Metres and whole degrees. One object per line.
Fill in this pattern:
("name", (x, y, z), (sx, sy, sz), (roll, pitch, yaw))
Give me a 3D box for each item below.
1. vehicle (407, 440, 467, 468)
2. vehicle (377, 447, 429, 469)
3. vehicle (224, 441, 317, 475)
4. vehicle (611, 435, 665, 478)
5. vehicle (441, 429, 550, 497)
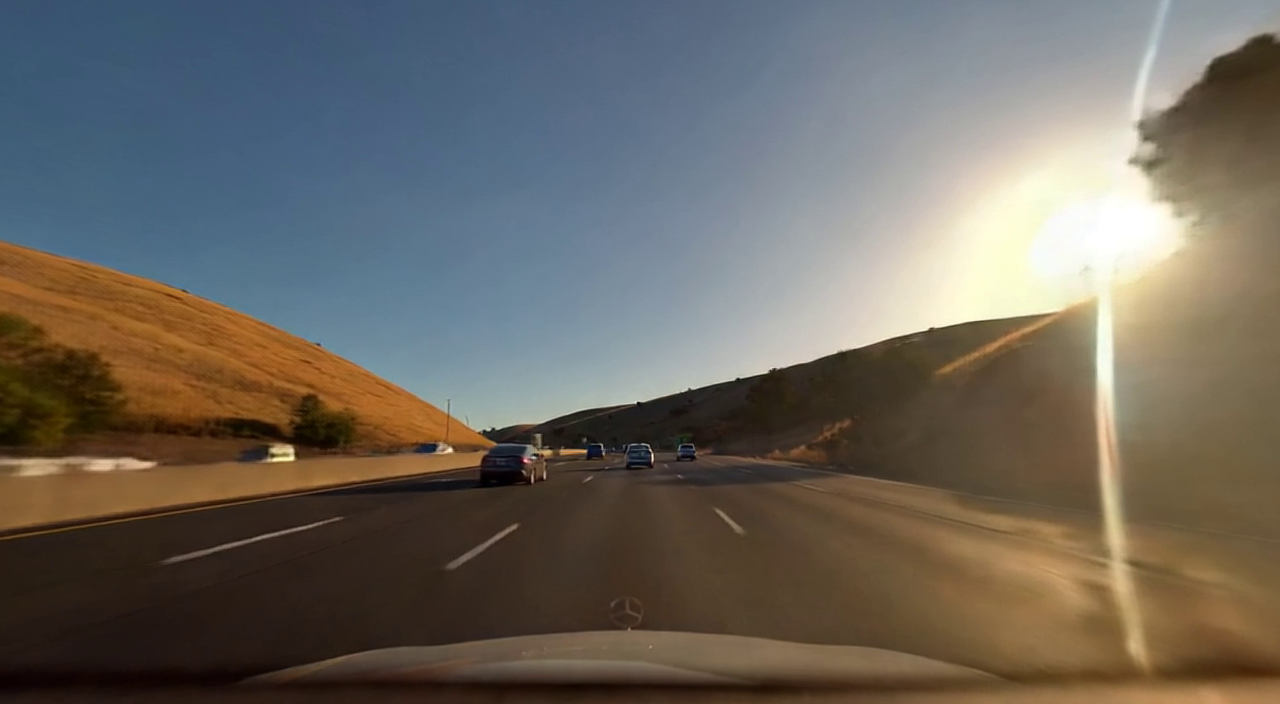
("vehicle", (-12.361, 6.252, 38.753), (1.921, 1.577, 4.913), (0, -8, 1))
("vehicle", (-16.393, 7.307, 43.822), (1.875, 1.440, 4.412), (0, -8, 0))
("vehicle", (-23.362, 6.694, 40.255), (2.254, 1.961, 5.952), (0, -8, 1))
("vehicle", (-0.067, 4.417, 26.857), (2.086, 1.685, 4.206), (0, -8, 0))
("vehicle", (-3.933, 3.112, 18.000), (2.076, 1.690, 4.113), (0, -8, 1))
